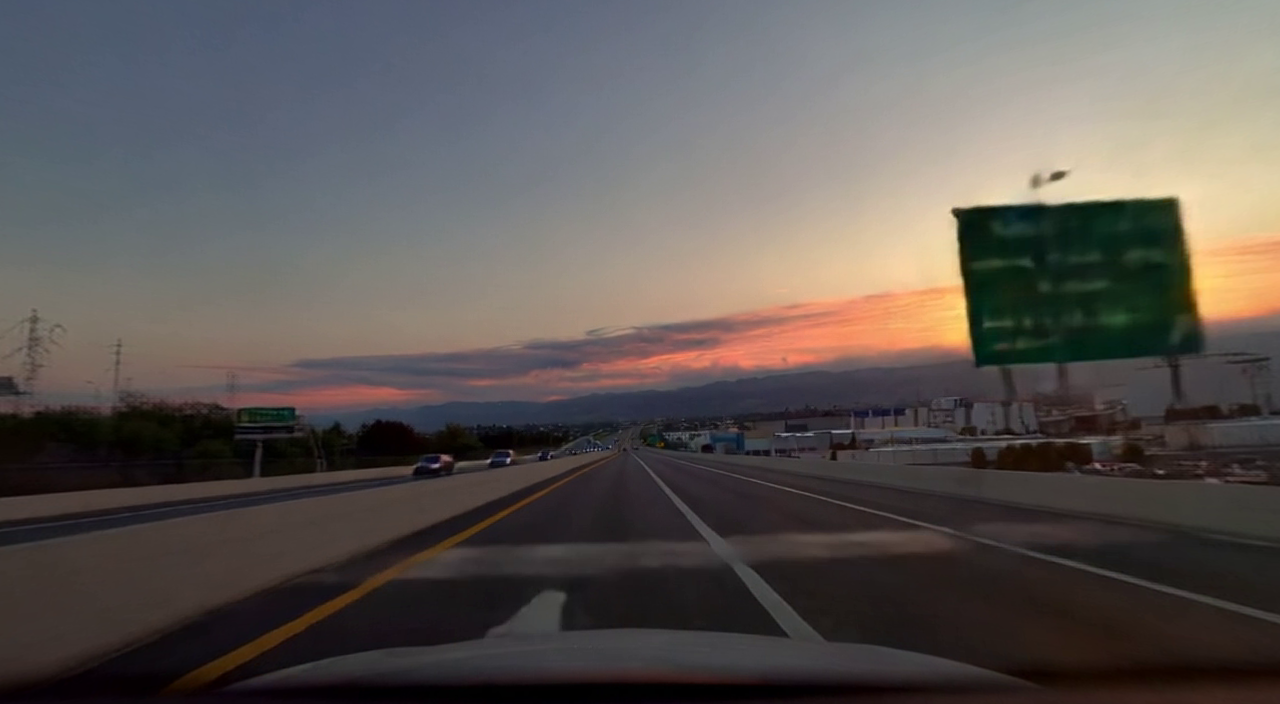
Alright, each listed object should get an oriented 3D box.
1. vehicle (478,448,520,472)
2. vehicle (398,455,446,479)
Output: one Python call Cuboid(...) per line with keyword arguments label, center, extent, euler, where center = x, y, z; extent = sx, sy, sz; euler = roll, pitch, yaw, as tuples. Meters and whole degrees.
Cuboid(label="vehicle", center=(-10.089, 7.754, 45.539), extent=(2.071, 1.621, 4.273), euler=(0, -9, -1))
Cuboid(label="vehicle", center=(-14.397, 7.602, 41.860), extent=(1.952, 1.458, 3.694), euler=(0, -9, -1))
